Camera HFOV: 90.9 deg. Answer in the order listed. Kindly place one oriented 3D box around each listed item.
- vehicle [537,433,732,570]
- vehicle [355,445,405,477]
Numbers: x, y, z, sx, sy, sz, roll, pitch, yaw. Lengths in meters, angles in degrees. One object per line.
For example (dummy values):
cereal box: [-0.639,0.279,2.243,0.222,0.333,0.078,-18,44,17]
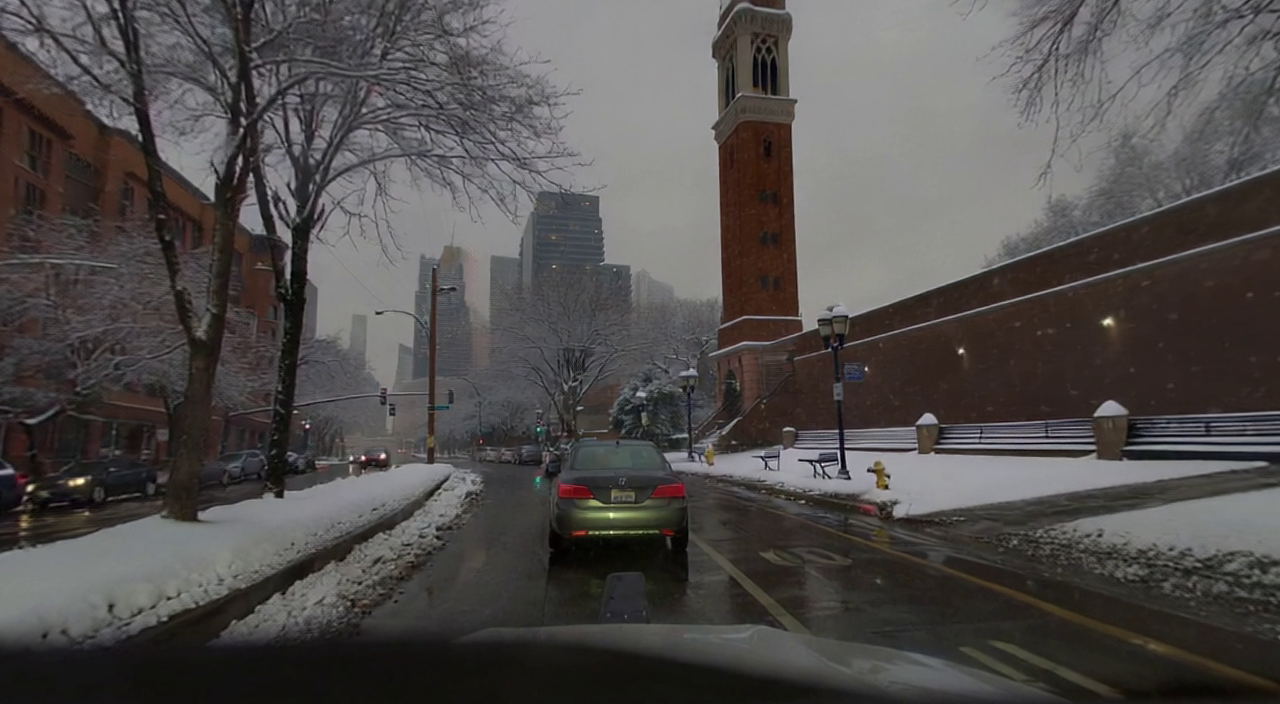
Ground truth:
vehicle: [-0.251,1.940,9.012,2.142,1.475,4.051,1,-8,-6]
vehicle: [-14.703,6.141,35.857,2.179,1.698,4.549,2,-9,-17]
